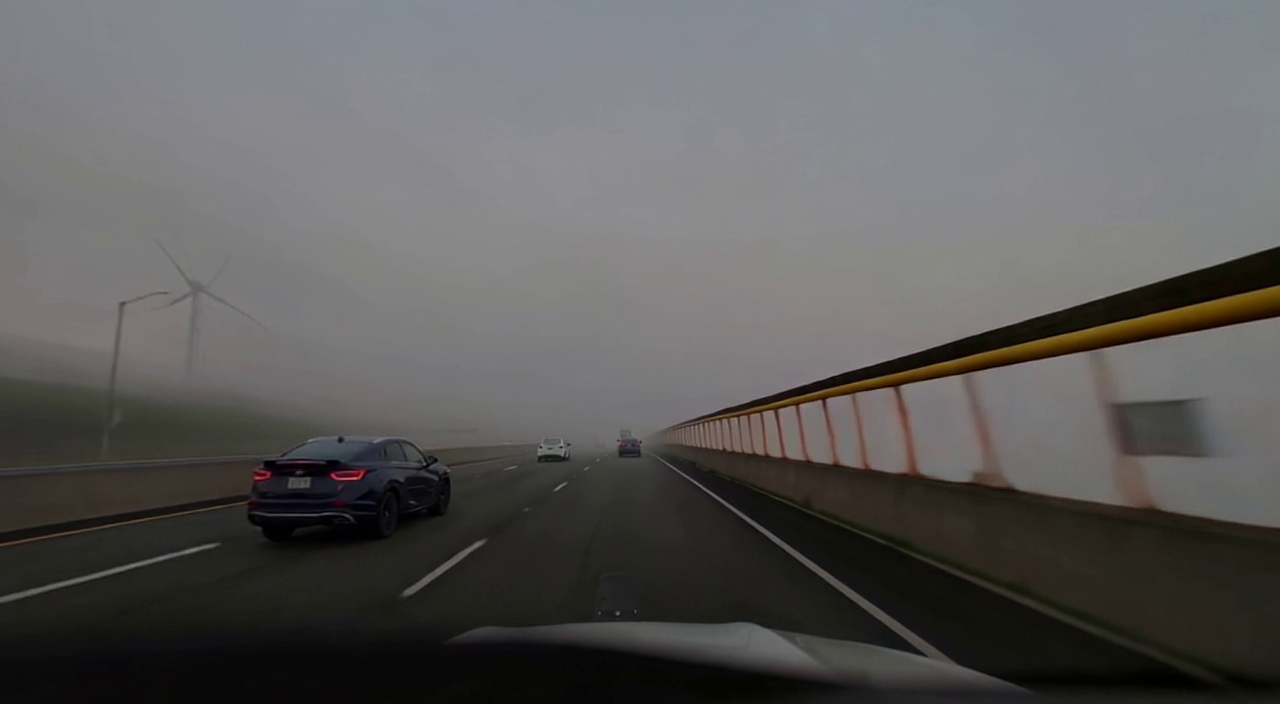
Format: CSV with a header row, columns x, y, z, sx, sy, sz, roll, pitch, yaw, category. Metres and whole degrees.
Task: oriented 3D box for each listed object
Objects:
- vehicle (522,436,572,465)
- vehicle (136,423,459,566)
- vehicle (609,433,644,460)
x,y,z,sx,sy,sz,roll,pitch,yaw,category
-4.809,5.118,33.035,2.059,1.436,3.802,0,-8,0,vehicle
-4.217,1.794,8.893,1.998,1.468,4.635,0,-8,-1,vehicle
-0.809,5.797,38.744,2.027,1.550,3.607,0,-8,-1,vehicle
